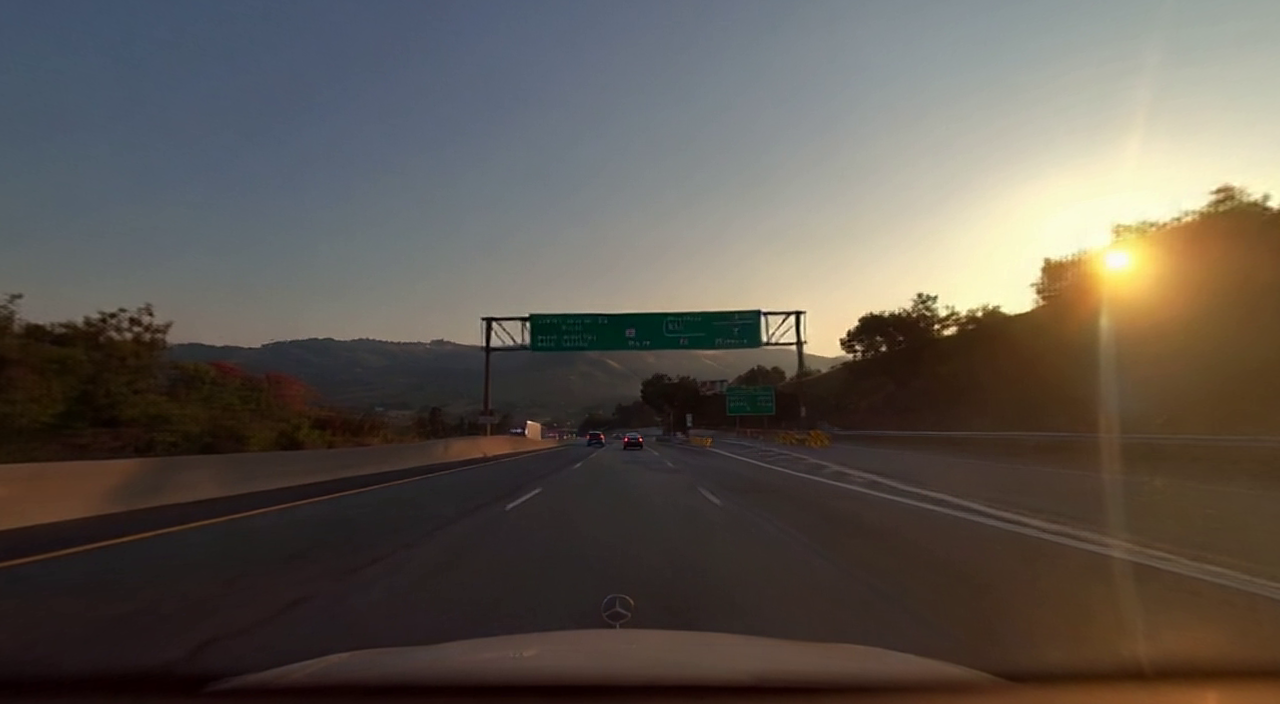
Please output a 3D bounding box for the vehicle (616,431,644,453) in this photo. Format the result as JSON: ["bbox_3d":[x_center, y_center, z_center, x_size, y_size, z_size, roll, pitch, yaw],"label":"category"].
[{"bbox_3d":[-0.763,6.724,47.203,1.984,1.586,3.866,0,-8,-2],"label":"vehicle"}]
